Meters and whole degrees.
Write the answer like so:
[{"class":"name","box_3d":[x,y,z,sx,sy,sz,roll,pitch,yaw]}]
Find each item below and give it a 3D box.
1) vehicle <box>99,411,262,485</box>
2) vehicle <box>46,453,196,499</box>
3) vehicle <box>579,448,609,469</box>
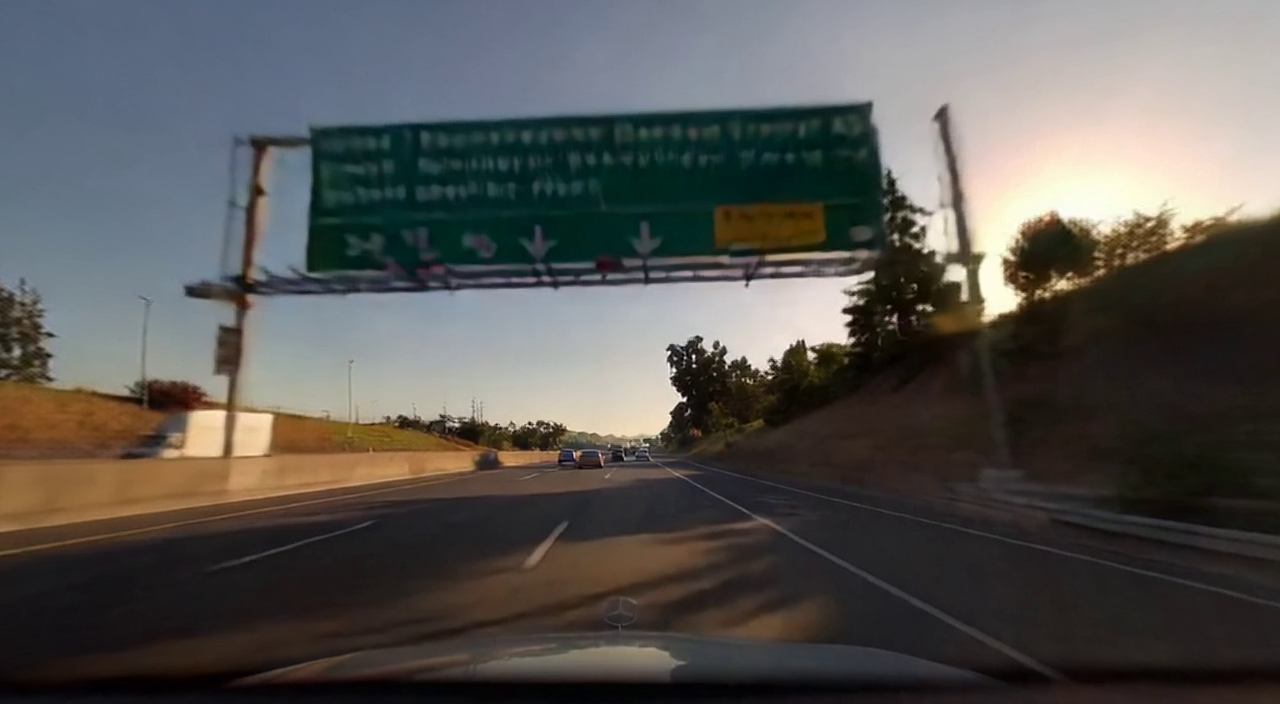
[{"class":"vehicle","box_3d":[-22.595,4.819,31.465,2.619,3.254,7.143,0,-9,0]},{"class":"vehicle","box_3d":[-18.578,4.420,22.756,1.785,1.474,4.328,0,-9,-1]},{"class":"vehicle","box_3d":[-3.261,7.678,45.354,1.895,1.482,3.852,0,-9,0]}]
